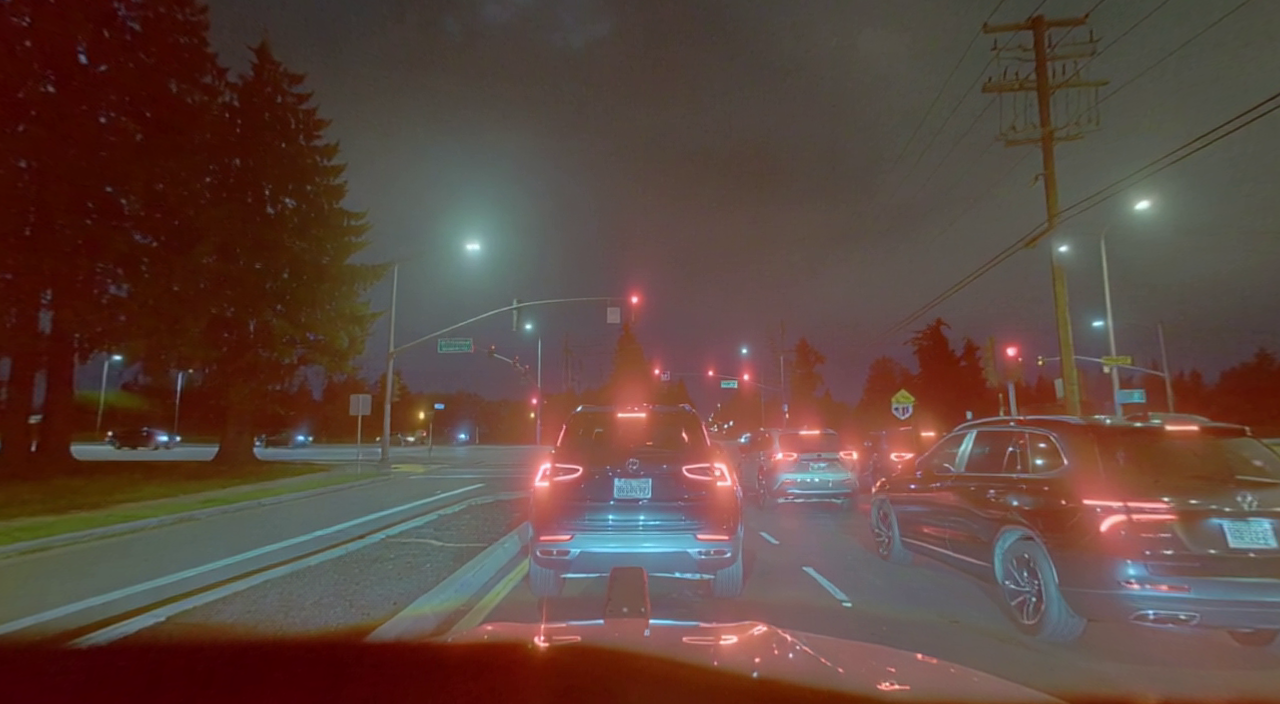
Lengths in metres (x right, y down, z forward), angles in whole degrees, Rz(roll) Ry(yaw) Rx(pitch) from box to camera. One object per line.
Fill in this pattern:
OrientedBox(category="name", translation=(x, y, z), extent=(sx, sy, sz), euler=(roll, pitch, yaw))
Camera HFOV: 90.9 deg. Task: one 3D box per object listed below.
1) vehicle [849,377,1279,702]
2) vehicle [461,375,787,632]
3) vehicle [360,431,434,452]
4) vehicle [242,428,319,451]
OrientedBox(category="vehicle", translation=(3.540, 1.291, 5.555), extent=(1.948, 1.677, 4.437), euler=(0, -8, 1))
OrientedBox(category="vehicle", translation=(-0.160, 1.379, 6.714), extent=(2.271, 1.786, 4.443), euler=(0, -8, -1))
OrientedBox(category="vehicle", translation=(-17.780, 6.562, 46.352), extent=(4.607, 1.478, 1.995), euler=(0, -8, 0))
OrientedBox(category="vehicle", translation=(-26.868, 6.533, 47.193), extent=(4.587, 1.639, 1.878), euler=(0, -8, 1))
